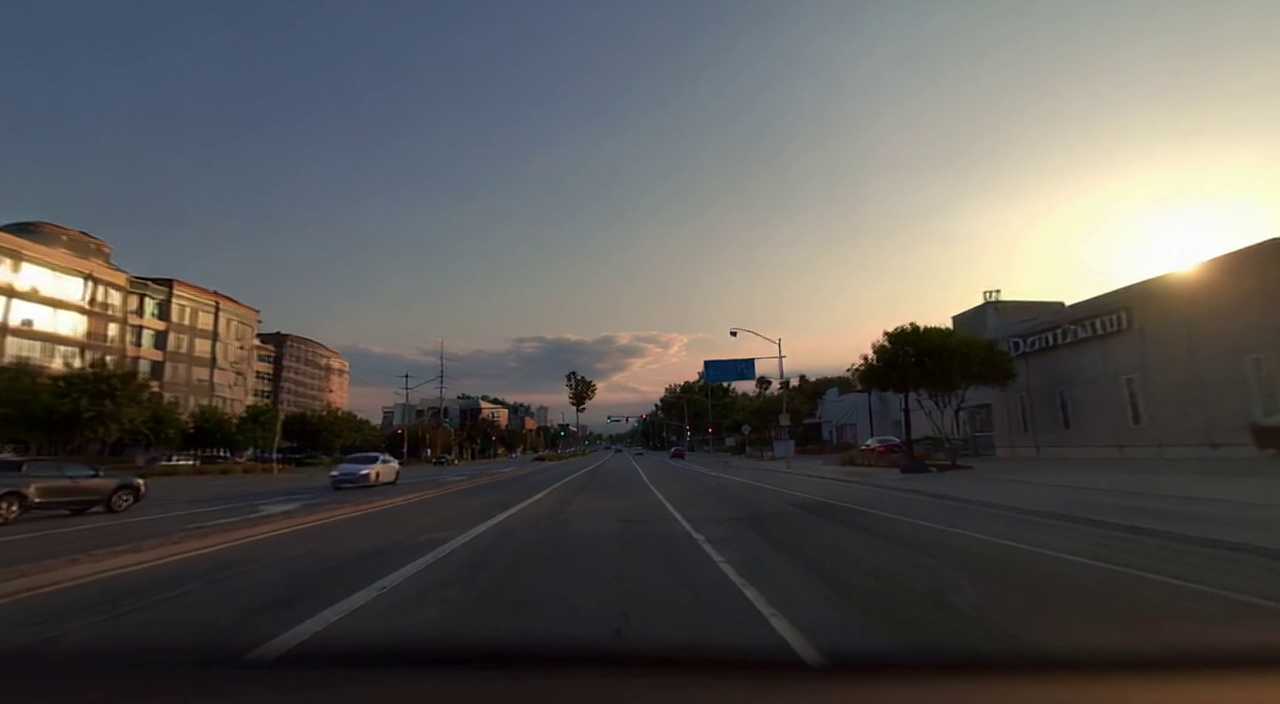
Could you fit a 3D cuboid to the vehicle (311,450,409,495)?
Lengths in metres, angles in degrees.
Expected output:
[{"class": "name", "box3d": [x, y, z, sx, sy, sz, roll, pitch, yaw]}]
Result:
[{"class": "vehicle", "box3d": [-10.730, 4.633, 24.612, 1.893, 1.525, 4.237, 0, -8, -1]}]
